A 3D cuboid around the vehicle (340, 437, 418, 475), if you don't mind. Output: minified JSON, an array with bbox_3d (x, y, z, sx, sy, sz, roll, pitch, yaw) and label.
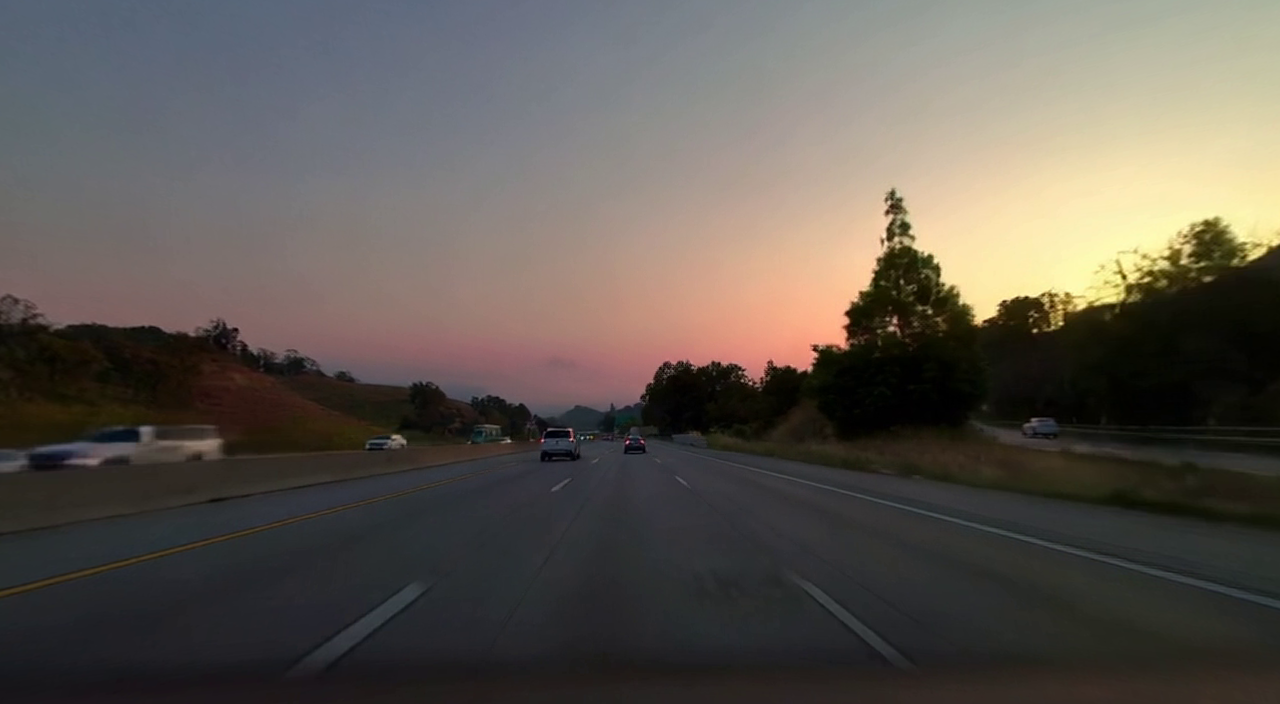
[{"bbox_3d":[-12.014,4.771,29.246,1.938,1.567,4.376,0,-8,-3],"label":"vehicle"}]

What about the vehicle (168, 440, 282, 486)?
[{"bbox_3d":[-16.219,4.316,24.850,1.863,1.586,3.932,0,-8,-1],"label":"vehicle"}]

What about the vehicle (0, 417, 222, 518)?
[{"bbox_3d":[-12.319,2.523,14.413,2.176,1.901,4.882,0,-8,-2],"label":"vehicle"}]

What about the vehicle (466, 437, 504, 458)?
[{"bbox_3d":[-12.031,7.408,48.998,1.891,1.522,4.210,0,-8,0],"label":"vehicle"}]

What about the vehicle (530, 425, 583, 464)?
[{"bbox_3d":[-4.291,4.850,33.078,2.115,1.887,4.721,0,-8,0],"label":"vehicle"}]
